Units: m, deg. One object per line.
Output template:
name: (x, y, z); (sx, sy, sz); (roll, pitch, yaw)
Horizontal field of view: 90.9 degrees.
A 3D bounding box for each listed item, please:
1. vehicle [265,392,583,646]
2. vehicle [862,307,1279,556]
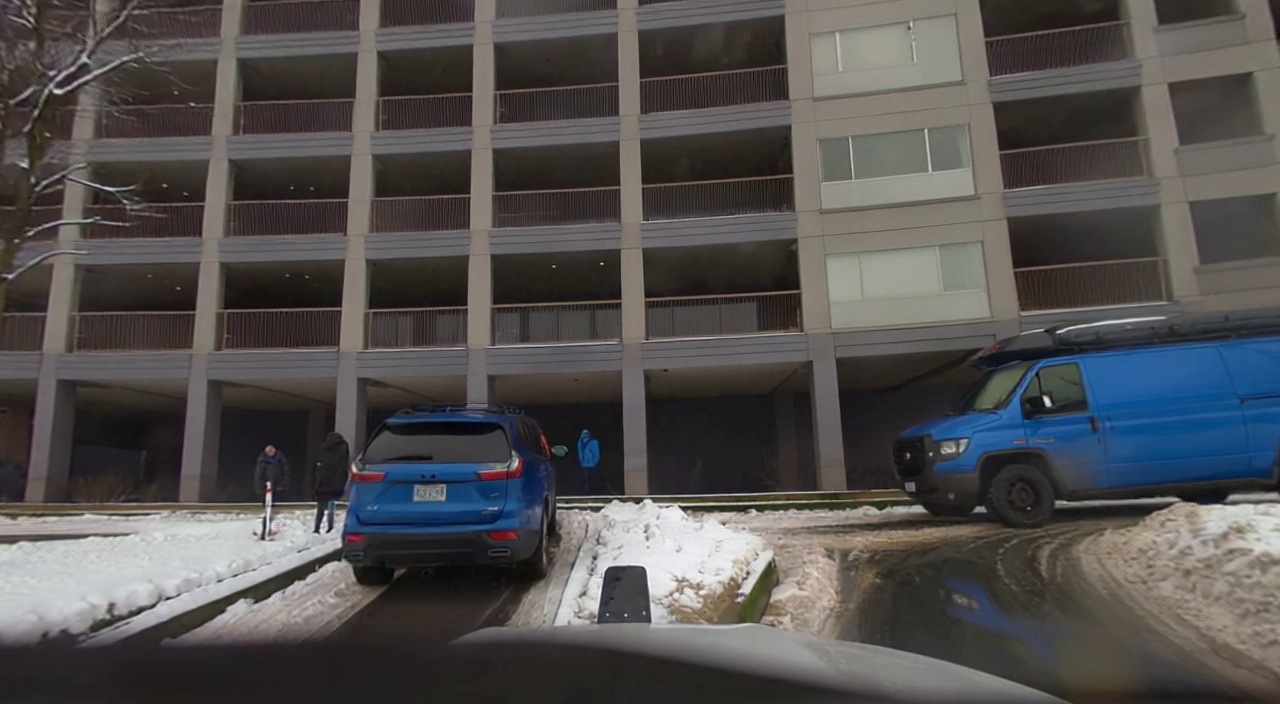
vehicle: (-1.734, 1.463, 6.569); (2.144, 1.733, 4.115); (1, -8, -7)
vehicle: (6.872, 1.026, 8.235); (6.932, 2.753, 2.446); (0, -8, 1)
